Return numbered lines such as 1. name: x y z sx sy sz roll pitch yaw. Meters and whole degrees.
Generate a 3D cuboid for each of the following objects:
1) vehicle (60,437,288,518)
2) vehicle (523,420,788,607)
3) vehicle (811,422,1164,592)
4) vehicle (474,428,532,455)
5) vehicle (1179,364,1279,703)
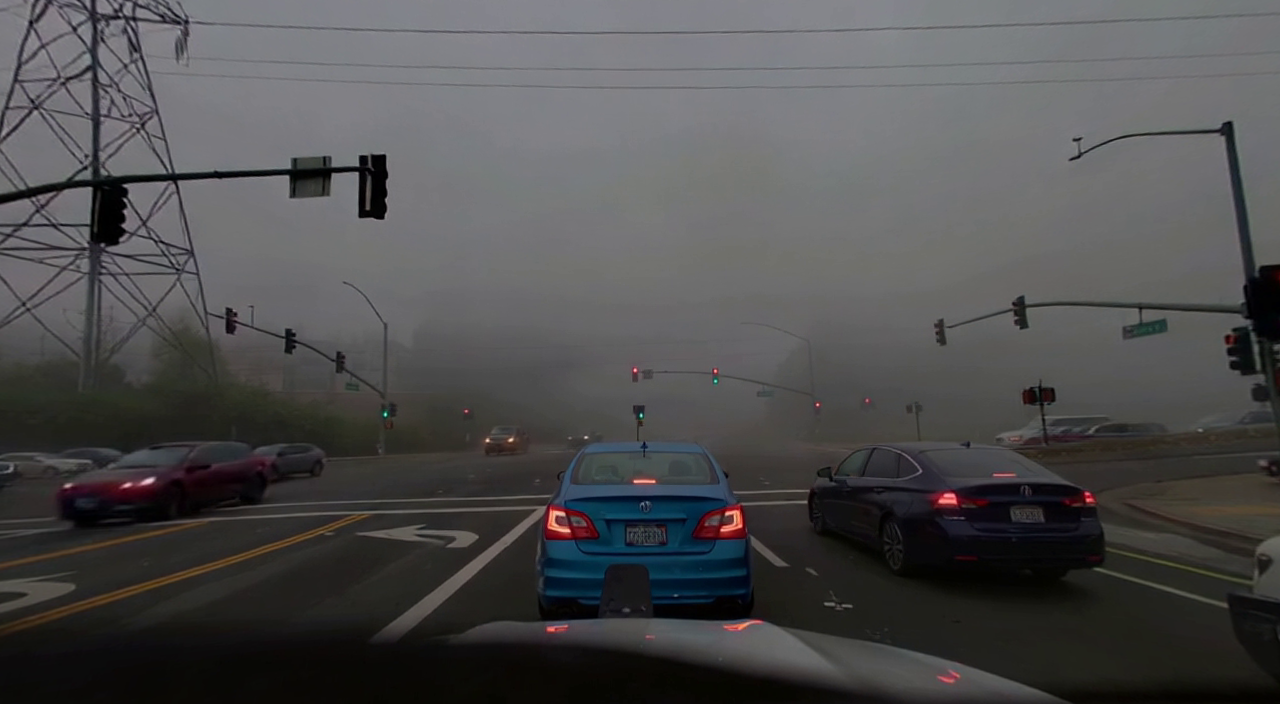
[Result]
1. vehicle: -10.181 2.729 14.284 1.910 1.537 4.123 -1 -8 2
2. vehicle: 0.110 1.595 7.125 2.117 1.474 4.036 0 -8 0
3. vehicle: 3.651 1.682 7.720 1.835 1.473 4.190 0 -8 -2
4. vehicle: -9.105 6.058 42.524 2.269 1.716 5.700 -1 -8 4
5. vehicle: 3.409 0.588 0.625 1.926 1.614 4.330 0 -8 1
